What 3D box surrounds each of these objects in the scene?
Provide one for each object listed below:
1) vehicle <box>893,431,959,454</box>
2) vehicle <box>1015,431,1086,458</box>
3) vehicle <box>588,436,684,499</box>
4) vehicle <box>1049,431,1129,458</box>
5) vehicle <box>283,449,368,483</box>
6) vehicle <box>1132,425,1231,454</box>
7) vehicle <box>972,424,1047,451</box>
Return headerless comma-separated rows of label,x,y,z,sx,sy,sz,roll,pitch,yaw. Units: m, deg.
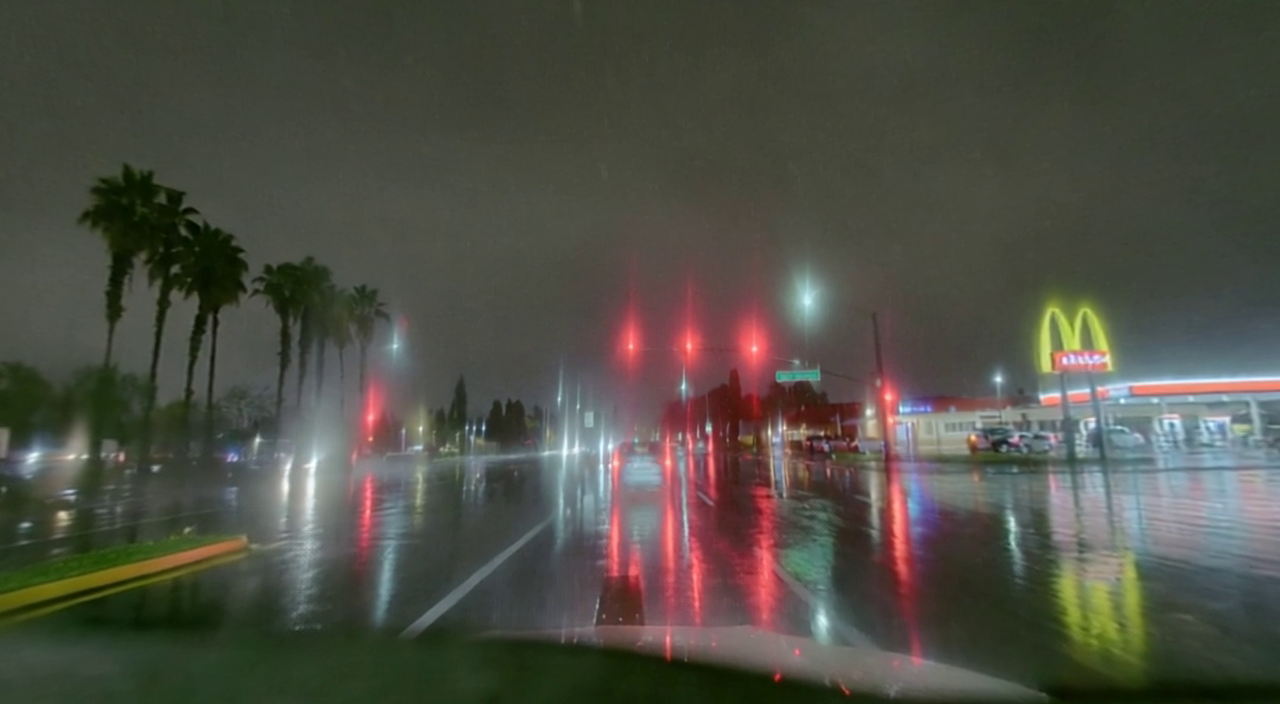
vehicle,19.553,6.223,43.297,3.833,1.495,1.892,-3,-9,18
vehicle,24.271,5.499,37.485,1.738,1.462,3.609,0,-8,0
vehicle,-0.120,3.101,17.398,2.270,1.475,4.571,0,-8,-1
vehicle,26.349,5.463,37.243,1.923,1.501,3.849,-1,-8,2
vehicle,-15.417,5.589,31.286,1.896,1.508,4.659,0,-8,-1
vehicle,31.890,5.202,37.405,1.903,1.630,4.320,0,-8,-1
vehicle,24.579,5.709,42.112,3.783,1.560,1.853,-4,-10,11
